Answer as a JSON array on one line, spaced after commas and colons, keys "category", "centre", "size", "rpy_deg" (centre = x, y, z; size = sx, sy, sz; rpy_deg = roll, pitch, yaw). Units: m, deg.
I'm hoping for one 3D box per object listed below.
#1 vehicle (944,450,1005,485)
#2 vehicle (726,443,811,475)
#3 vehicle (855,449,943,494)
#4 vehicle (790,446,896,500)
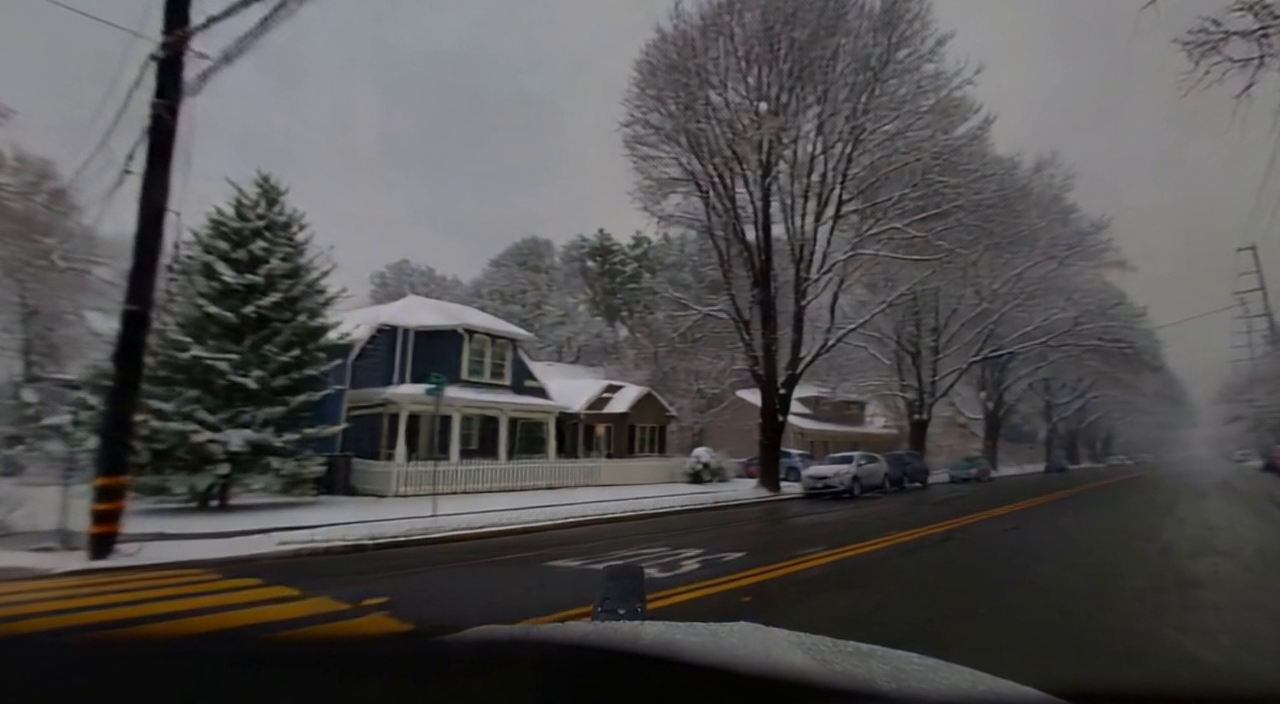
[{"category": "vehicle", "centre": [18.966, 6.466, 35.758], "size": [1.970, 1.785, 4.274], "rpy_deg": [-7, -11, 41]}, {"category": "vehicle", "centre": [7.530, 6.264, 37.268], "size": [4.492, 1.725, 2.033], "rpy_deg": [-6, -11, 38]}, {"category": "vehicle", "centre": [11.241, 5.070, 27.250], "size": [1.913, 1.723, 4.318], "rpy_deg": [-8, -12, 44]}, {"category": "vehicle", "centre": [7.622, 4.424, 23.505], "size": [1.975, 1.775, 4.509], "rpy_deg": [-7, -11, 42]}]
